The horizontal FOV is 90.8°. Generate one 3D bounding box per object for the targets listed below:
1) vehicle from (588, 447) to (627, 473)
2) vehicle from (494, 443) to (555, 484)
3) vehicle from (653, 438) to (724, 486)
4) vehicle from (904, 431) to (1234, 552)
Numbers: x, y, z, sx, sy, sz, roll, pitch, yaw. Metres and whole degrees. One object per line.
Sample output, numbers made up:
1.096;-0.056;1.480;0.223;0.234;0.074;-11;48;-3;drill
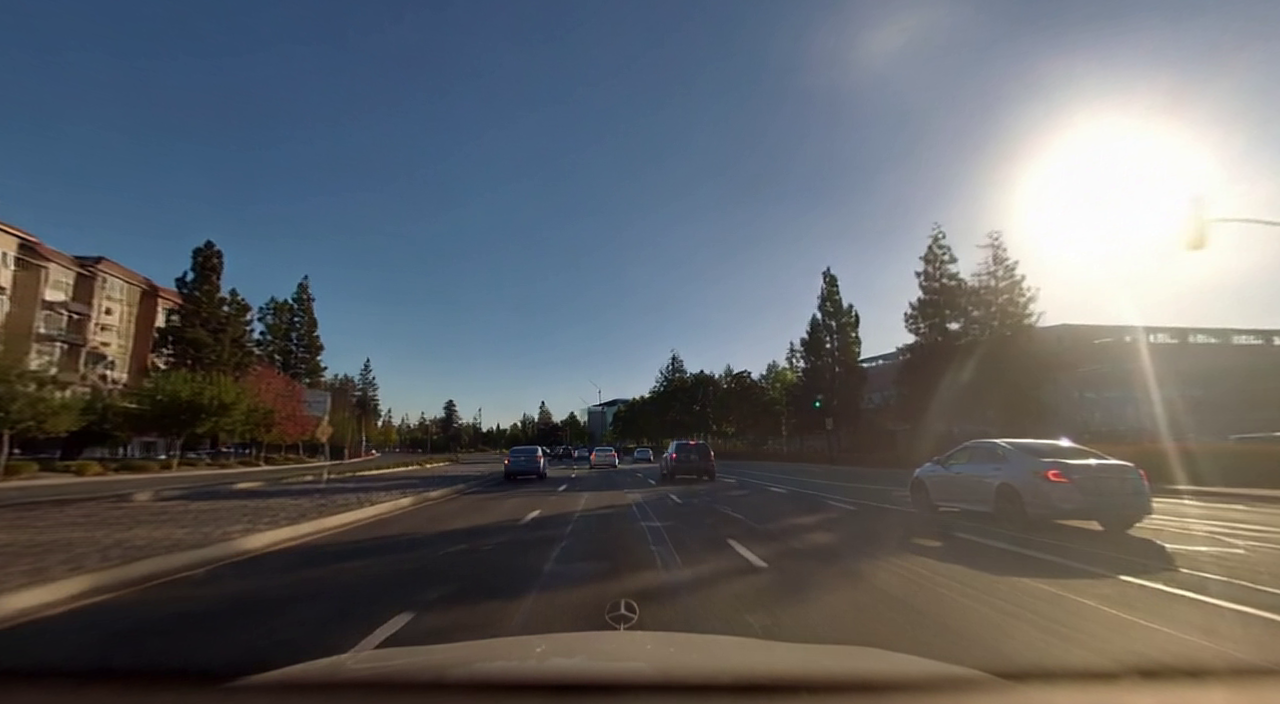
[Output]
-2.034;6.500;38.293;2.155;1.486;4.403;0;-8;-5;vehicle
-5.106;4.991;28.564;2.172;1.671;4.175;0;-8;-3;vehicle
1.800;4.285;25.020;2.161;1.716;4.194;0;-8;-4;vehicle
6.052;1.987;9.753;1.945;1.408;4.288;0;-8;-3;vehicle
